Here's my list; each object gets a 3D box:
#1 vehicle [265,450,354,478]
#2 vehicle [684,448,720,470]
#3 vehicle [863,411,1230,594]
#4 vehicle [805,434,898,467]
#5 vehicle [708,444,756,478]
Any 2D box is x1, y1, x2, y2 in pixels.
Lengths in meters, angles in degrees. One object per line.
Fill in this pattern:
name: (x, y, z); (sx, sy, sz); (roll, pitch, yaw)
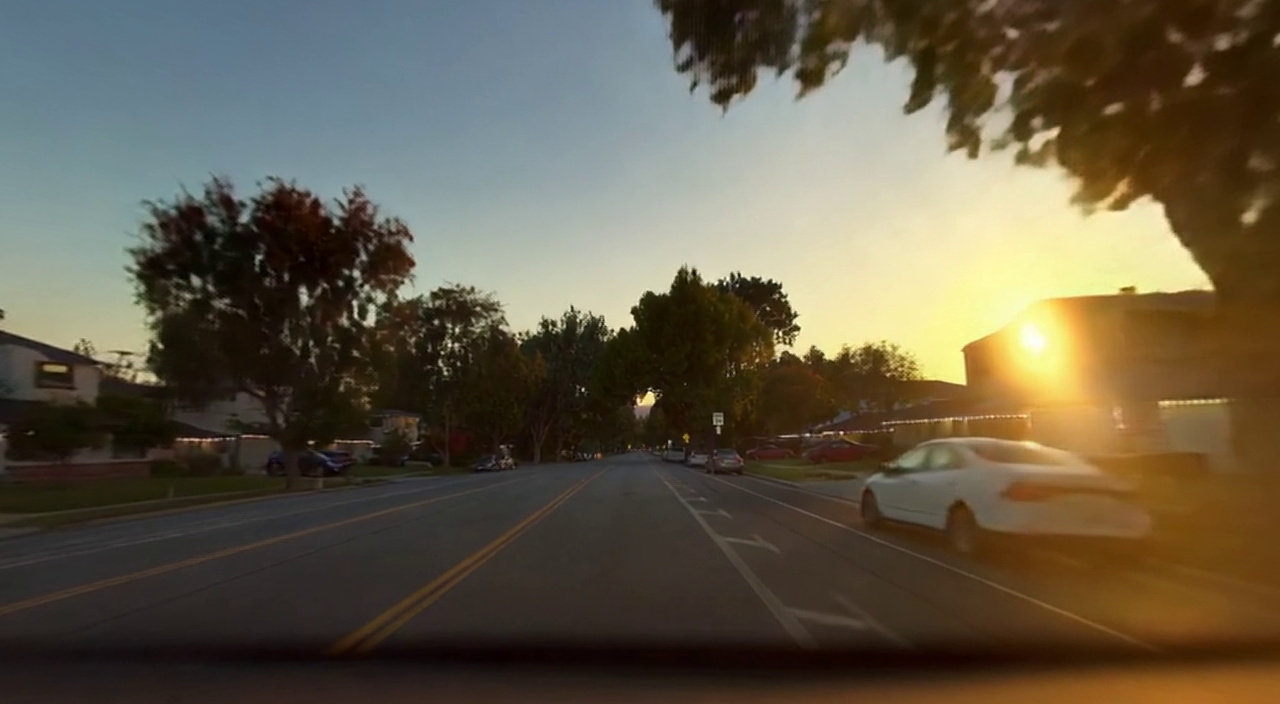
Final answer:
vehicle: (-20.934, 7.099, 40.125); (4.534, 1.536, 1.952); (1, -8, 0)
vehicle: (4.653, 8.094, 47.883); (2.035, 1.498, 4.910); (0, -9, -2)
vehicle: (5.040, 1.905, 8.934); (2.082, 1.763, 4.718); (3, -9, 0)
vehicle: (12.739, 5.999, 38.329); (4.850, 1.610, 1.980); (-5, -9, 3)
vehicle: (4.777, 5.761, 33.310); (1.934, 1.546, 5.009); (2, -10, 2)
